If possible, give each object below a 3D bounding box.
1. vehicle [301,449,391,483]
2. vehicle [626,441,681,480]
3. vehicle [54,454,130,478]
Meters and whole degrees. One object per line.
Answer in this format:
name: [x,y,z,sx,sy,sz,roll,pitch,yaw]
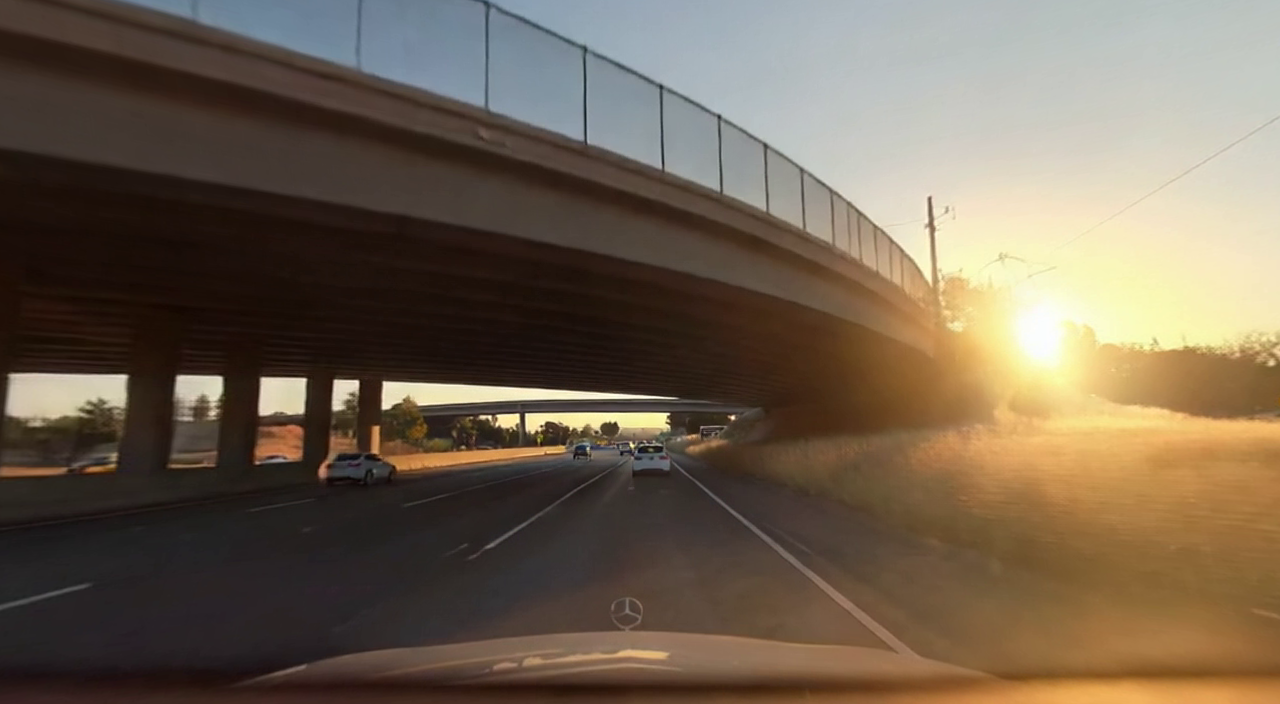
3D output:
vehicle: [-14.216,5.500,30.830,1.960,1.505,4.854,-1,-9,1]
vehicle: [0.524,4.621,27.038,2.145,1.493,4.146,0,-9,0]
vehicle: [-35.646,7.406,41.133,1.621,1.437,3.645,-1,-9,1]
